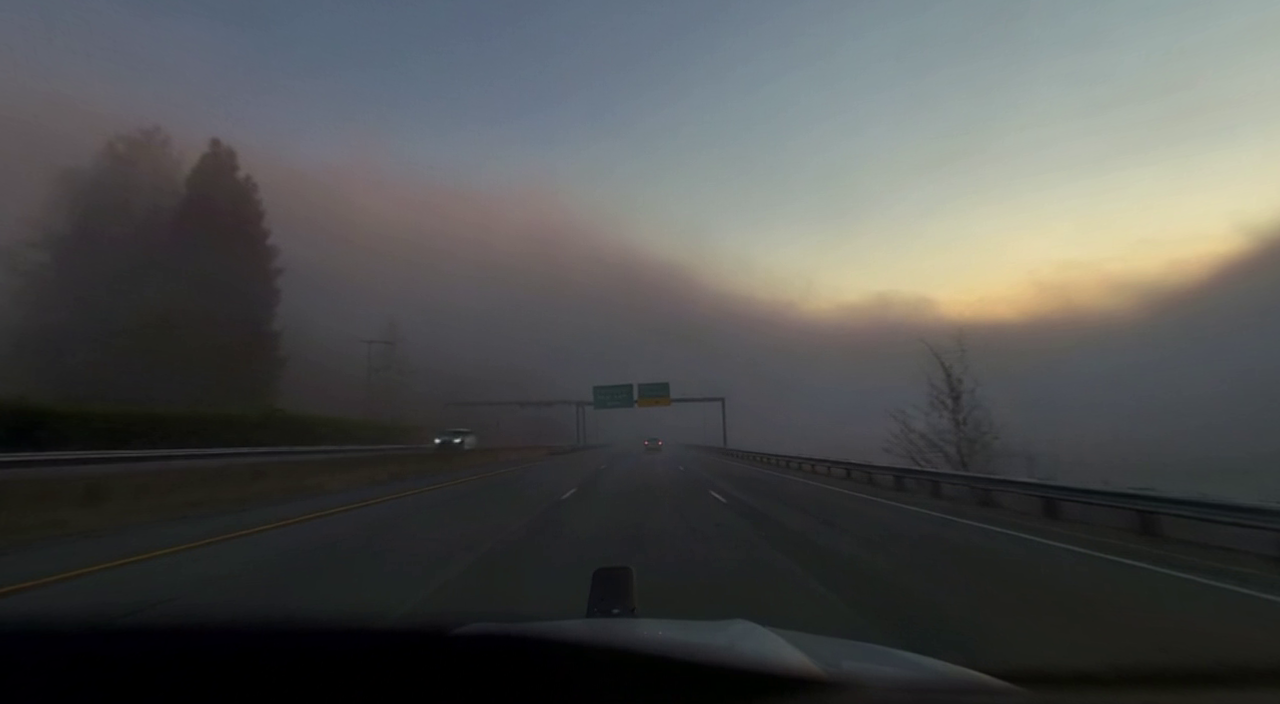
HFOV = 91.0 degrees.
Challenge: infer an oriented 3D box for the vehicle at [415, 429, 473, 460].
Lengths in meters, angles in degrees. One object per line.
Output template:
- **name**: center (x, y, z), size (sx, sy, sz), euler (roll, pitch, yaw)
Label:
- **vehicle**: center (-14.021, 6.671, 45.499), size (2.360, 2.041, 5.367), euler (-1, -8, 1)
